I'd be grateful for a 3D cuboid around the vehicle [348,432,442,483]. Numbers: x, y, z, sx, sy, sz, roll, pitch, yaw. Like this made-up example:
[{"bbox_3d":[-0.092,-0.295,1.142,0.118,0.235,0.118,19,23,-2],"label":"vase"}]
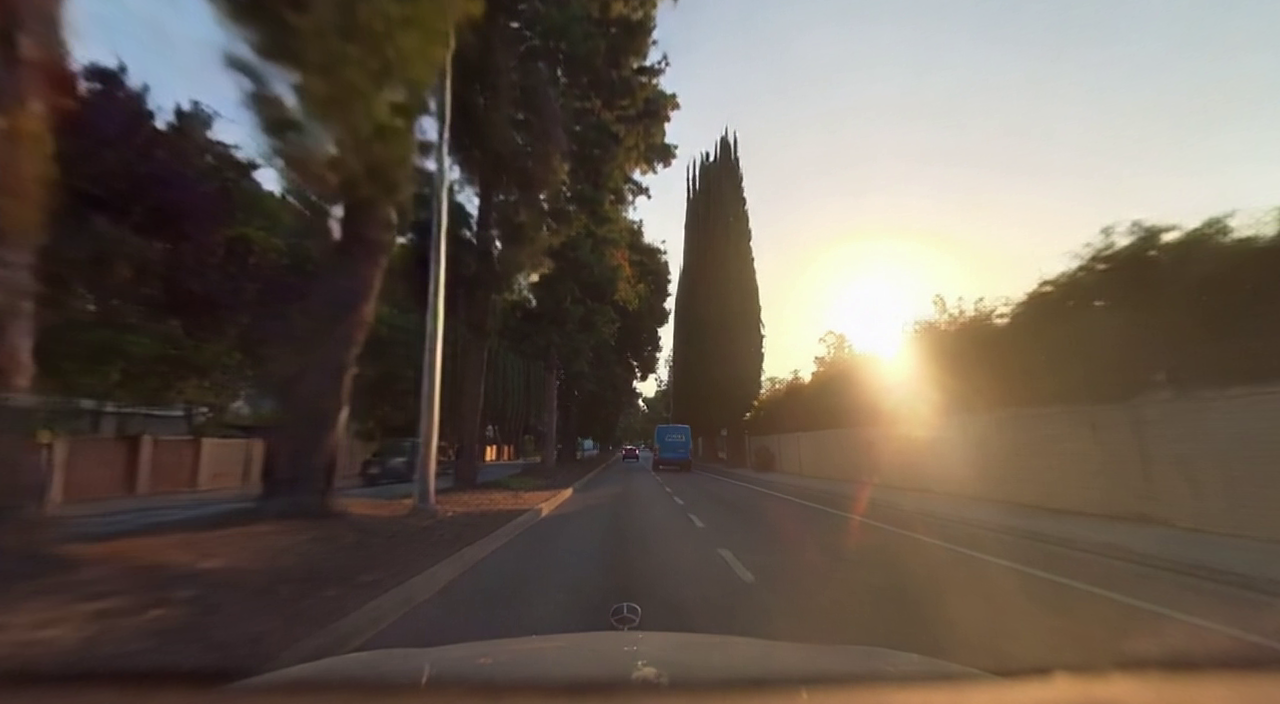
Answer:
[{"bbox_3d":[-12.289,5.355,32.323,2.418,2.348,5.867,0,-9,0],"label":"vehicle"}]
